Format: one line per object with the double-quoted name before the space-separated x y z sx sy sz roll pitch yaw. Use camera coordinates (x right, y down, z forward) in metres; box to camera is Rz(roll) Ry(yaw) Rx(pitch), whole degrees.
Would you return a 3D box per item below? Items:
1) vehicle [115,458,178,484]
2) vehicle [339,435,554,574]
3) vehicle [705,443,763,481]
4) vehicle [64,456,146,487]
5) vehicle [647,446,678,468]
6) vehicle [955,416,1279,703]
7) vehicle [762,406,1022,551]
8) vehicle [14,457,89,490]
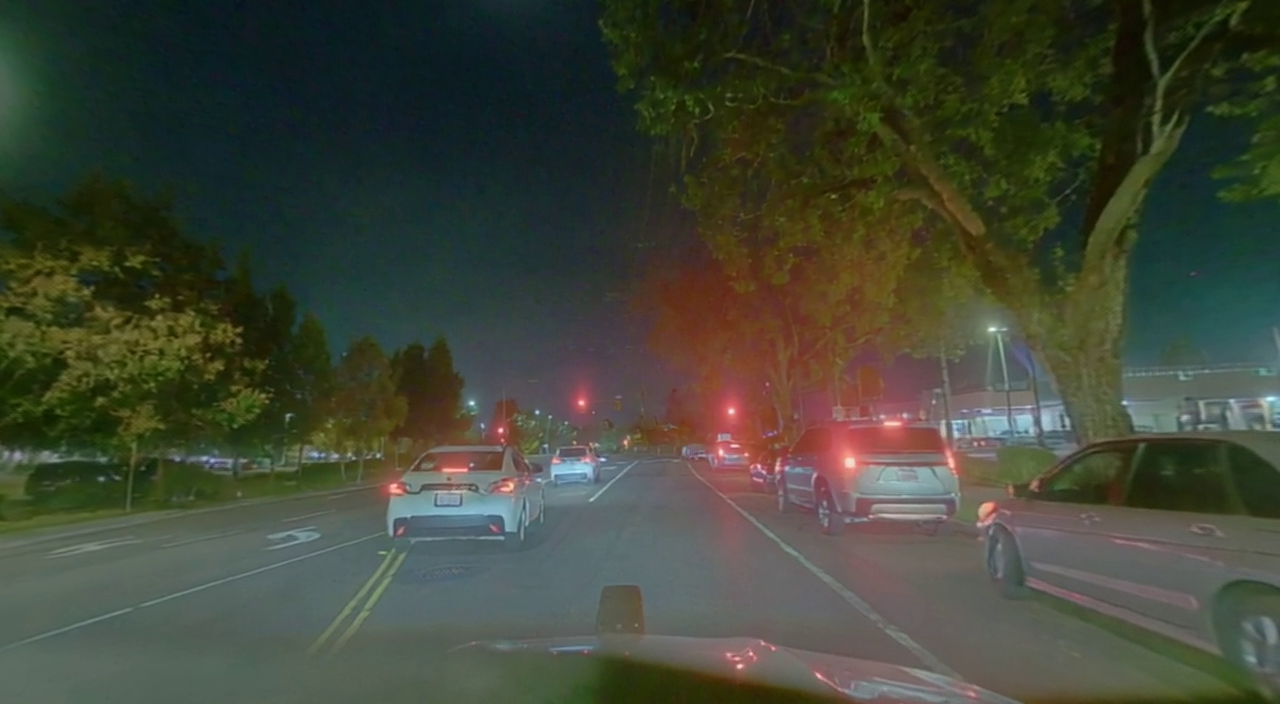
"vehicle" -29.573 7.086 37.857 3.527 1.390 1.681 -5 -10 30
"vehicle" -2.416 2.003 9.143 1.968 1.497 4.286 0 -9 -3
"vehicle" 4.025 4.773 27.718 1.910 1.493 4.490 0 -9 1
"vehicle" -29.959 6.628 35.346 4.127 1.583 1.978 -5 -10 28
"vehicle" 1.606 7.524 45.566 2.095 1.473 4.301 0 -9 1
"vehicle" 4.098 1.200 3.956 1.904 1.494 4.864 0 -9 2
"vehicle" 3.883 2.093 11.237 2.324 1.907 5.634 0 -9 0
"vehicle" -30.217 6.182 32.413 3.865 1.499 1.804 -6 -10 33
